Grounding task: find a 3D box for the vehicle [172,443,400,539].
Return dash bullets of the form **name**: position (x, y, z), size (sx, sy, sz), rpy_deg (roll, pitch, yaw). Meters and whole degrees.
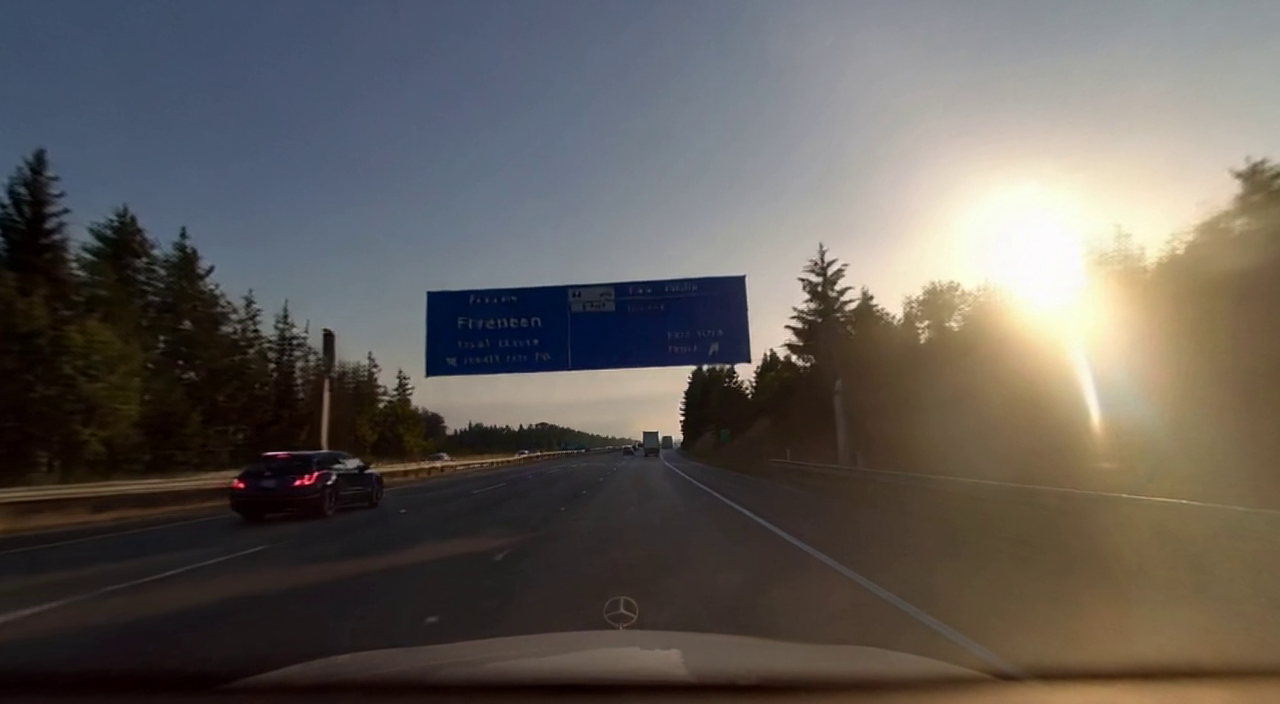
- **vehicle**: position (-6.611, 2.601, 12.419), size (1.956, 1.538, 4.318), rpy_deg (0, -9, 0)
